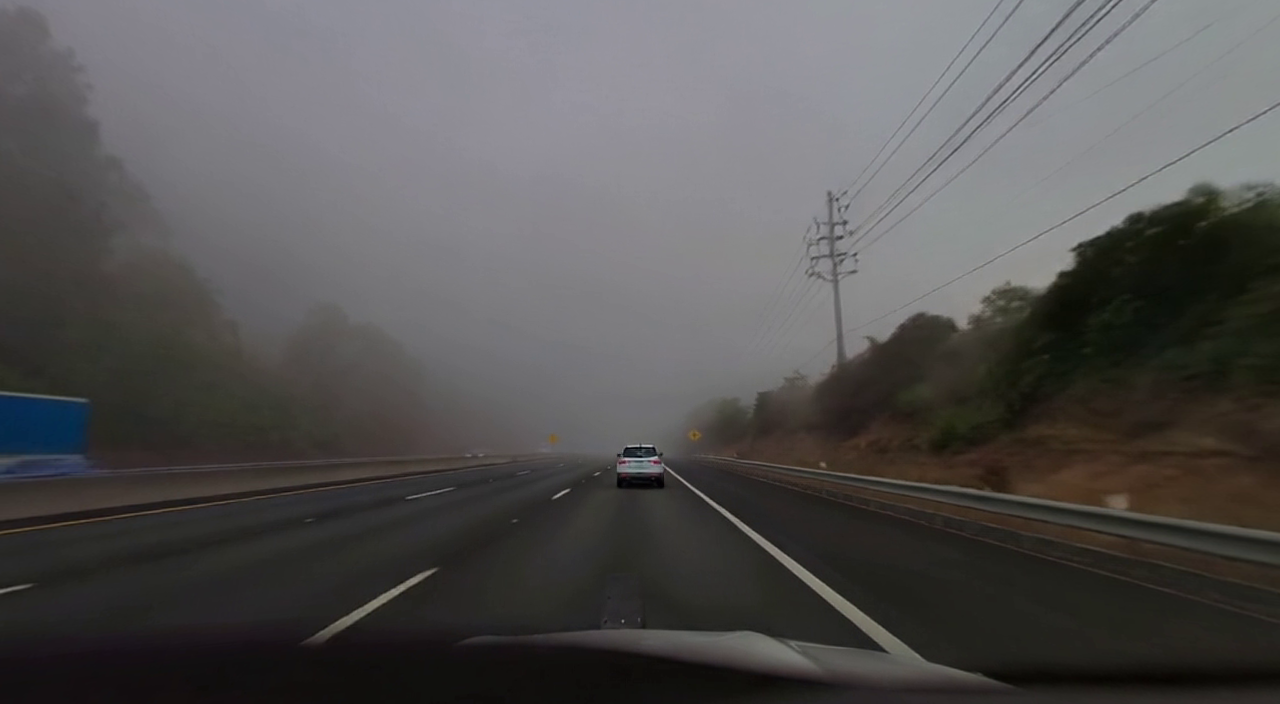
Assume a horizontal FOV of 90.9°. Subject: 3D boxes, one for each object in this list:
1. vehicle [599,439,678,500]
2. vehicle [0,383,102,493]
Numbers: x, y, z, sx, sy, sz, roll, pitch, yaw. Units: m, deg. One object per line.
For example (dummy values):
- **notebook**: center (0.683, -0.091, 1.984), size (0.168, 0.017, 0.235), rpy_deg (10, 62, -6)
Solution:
- **vehicle**: center (-0.077, 3.257, 17.826), size (1.966, 1.499, 4.298), rpy_deg (0, -9, -1)
- **vehicle**: center (-24.806, 2.697, 20.100), size (2.837, 3.991, 14.192), rpy_deg (0, -9, 0)
